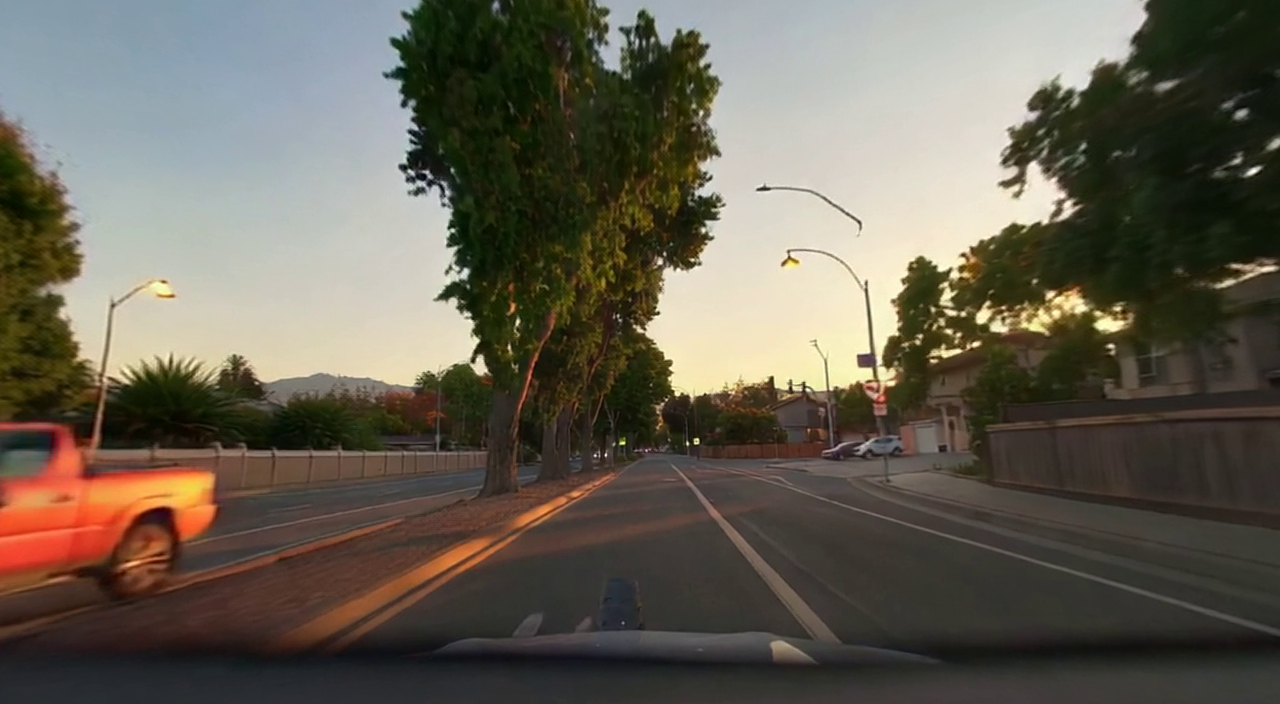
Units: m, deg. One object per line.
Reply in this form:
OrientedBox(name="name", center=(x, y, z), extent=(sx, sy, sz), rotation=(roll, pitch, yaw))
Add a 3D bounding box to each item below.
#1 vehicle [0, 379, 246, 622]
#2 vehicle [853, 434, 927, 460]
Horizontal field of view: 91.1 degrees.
OrientedBox(name="vehicle", center=(-5.924, 1.178, 5.125), extent=(2.196, 1.809, 4.857), rotation=(0, -8, 1))
OrientedBox(name="vehicle", center=(18.599, 7.082, 46.862), extent=(4.611, 1.920, 2.043), rotation=(0, -8, -2))
